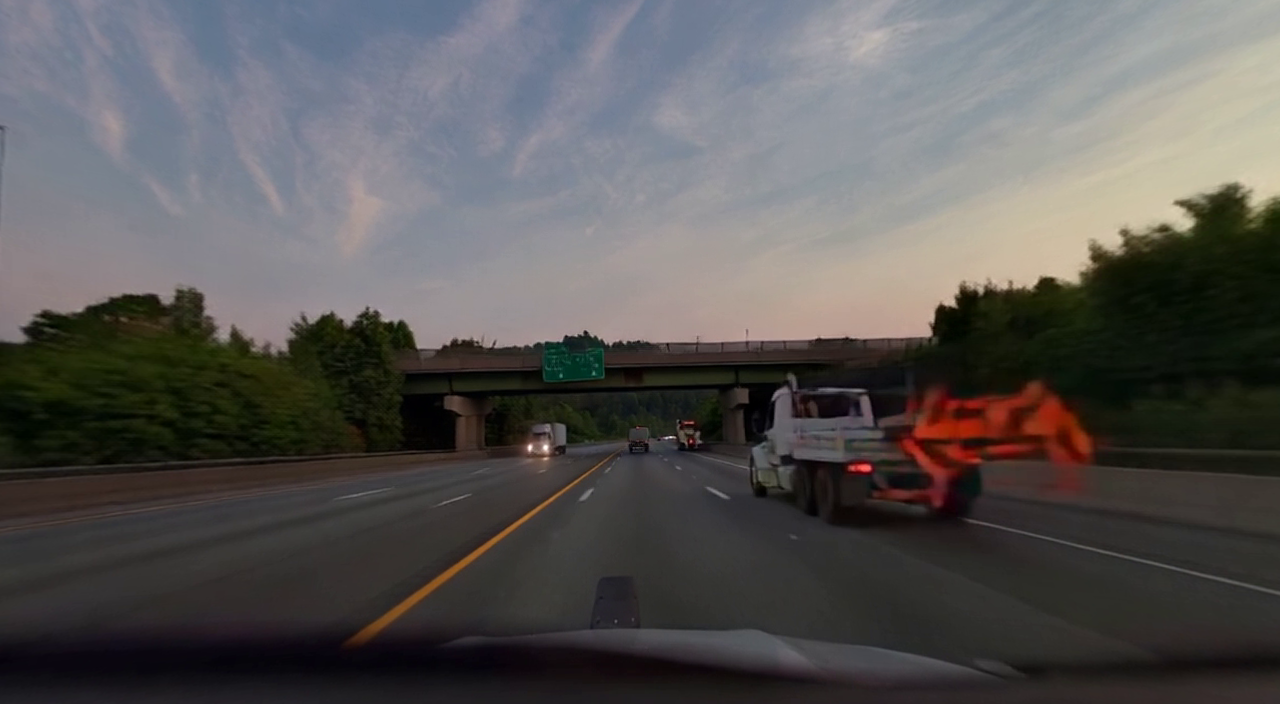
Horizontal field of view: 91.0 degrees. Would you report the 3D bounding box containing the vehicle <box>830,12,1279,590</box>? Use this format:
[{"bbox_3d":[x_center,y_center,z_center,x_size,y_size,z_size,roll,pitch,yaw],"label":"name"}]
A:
[{"bbox_3d":[4.490,-0.145,7.025,2.875,4.206,4.999,-3,-9,0],"label":"vehicle"}]
